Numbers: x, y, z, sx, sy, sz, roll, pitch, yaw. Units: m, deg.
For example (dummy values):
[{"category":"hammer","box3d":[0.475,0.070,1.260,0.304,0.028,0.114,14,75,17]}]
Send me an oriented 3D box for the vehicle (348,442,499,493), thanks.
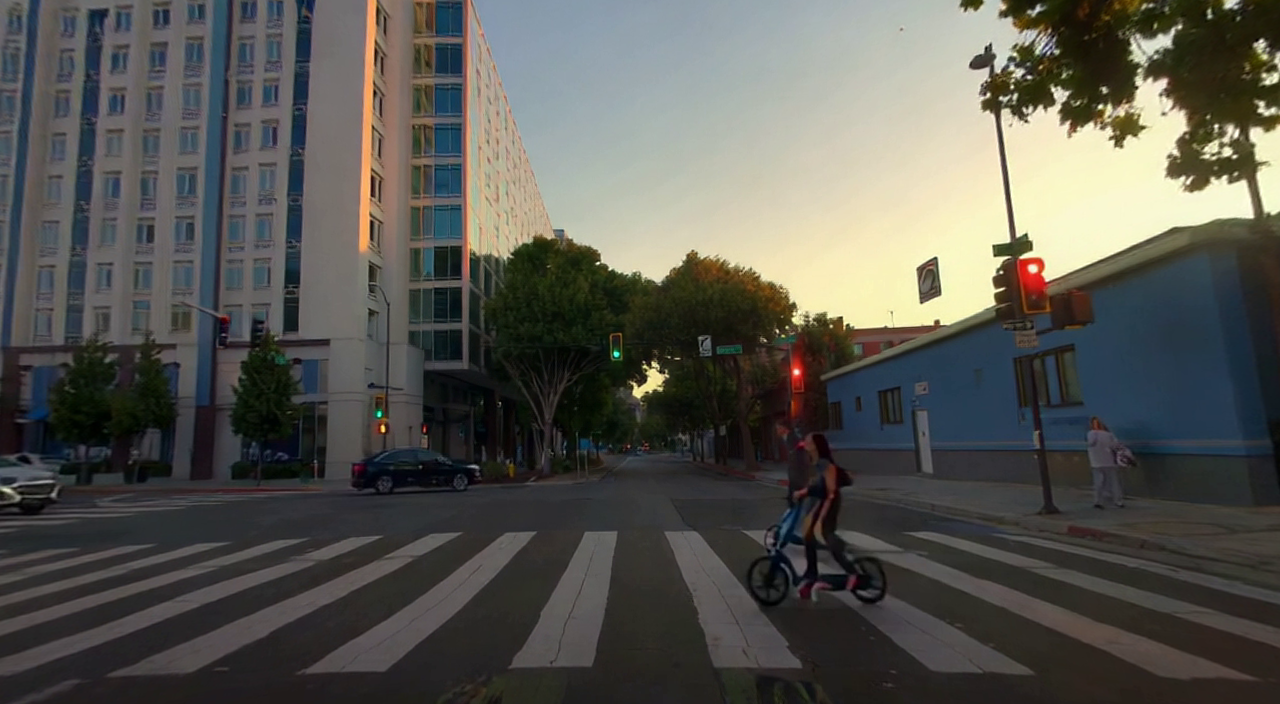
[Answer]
[{"category":"vehicle","box3d":[-7.611,4.014,22.401,4.641,1.616,2.051,5,-10,-34]}]
